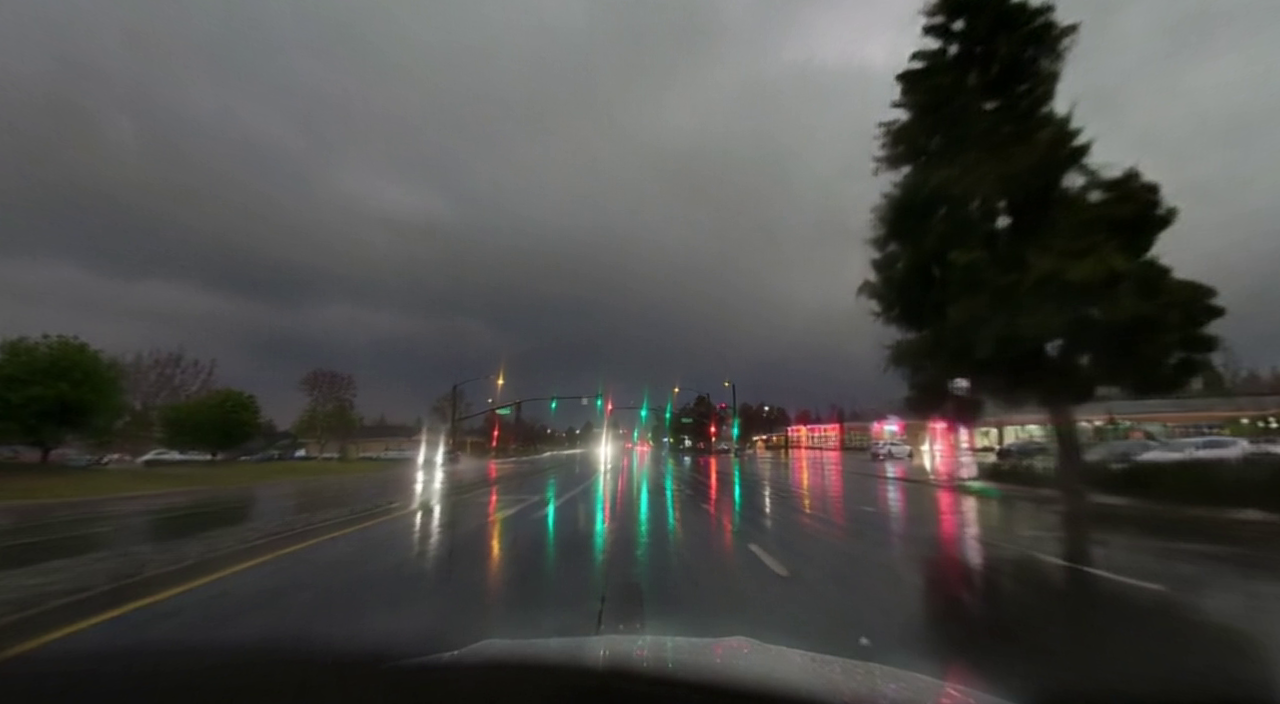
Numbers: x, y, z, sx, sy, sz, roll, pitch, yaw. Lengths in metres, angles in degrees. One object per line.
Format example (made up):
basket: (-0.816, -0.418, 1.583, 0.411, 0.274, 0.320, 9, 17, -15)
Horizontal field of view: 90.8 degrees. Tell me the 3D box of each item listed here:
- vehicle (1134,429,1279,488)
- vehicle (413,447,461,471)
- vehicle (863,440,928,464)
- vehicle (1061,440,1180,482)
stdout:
vehicle: (20.416, 3.752, 22.449, 5.072, 1.887, 2.189, 4, -10, -24)
vehicle: (-15.830, 8.371, 49.571, 2.102, 1.800, 4.849, 0, -9, 0)
vehicle: (19.217, 7.487, 47.408, 4.717, 1.714, 1.985, 5, -10, -30)
vehicle: (19.633, 4.401, 25.772, 4.632, 1.567, 1.960, 5, -10, -28)
